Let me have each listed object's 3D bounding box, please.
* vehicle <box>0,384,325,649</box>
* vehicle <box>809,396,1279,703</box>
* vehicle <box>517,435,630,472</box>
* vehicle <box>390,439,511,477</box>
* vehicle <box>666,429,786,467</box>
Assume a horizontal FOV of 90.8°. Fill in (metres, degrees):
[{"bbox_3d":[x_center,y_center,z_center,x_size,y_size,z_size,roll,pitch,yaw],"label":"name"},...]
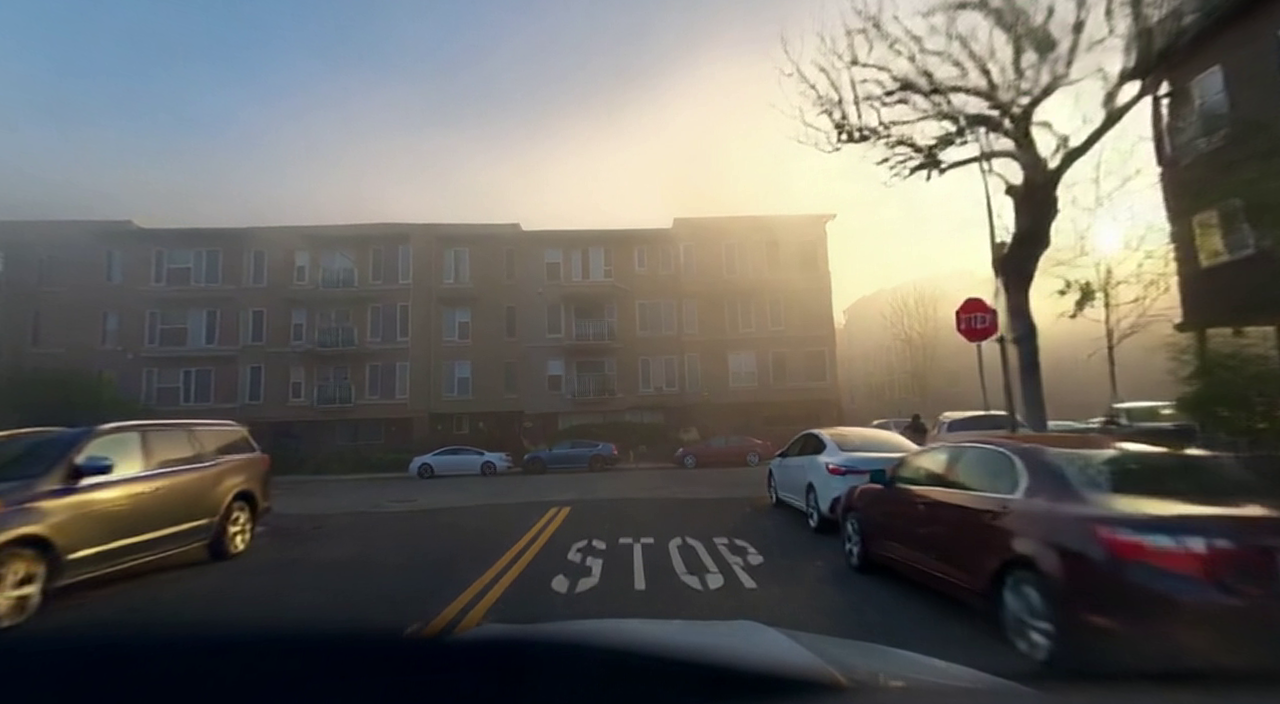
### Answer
[{"bbox_3d":[-5.928,1.540,6.914,2.208,1.903,6.040,0,-8,-4],"label":"vehicle"},{"bbox_3d":[3.167,1.282,5.070,2.024,1.503,4.565,1,-8,-5],"label":"vehicle"},{"bbox_3d":[-2.702,4.176,26.124,4.489,1.470,1.776,1,-8,-4],"label":"vehicle"},{"bbox_3d":[-7.623,4.307,25.764,4.423,1.449,1.813,1,-8,-5],"label":"vehicle"},{"bbox_3d":[3.520,3.999,26.342,4.681,1.480,1.817,0,-8,-3],"label":"vehicle"}]
